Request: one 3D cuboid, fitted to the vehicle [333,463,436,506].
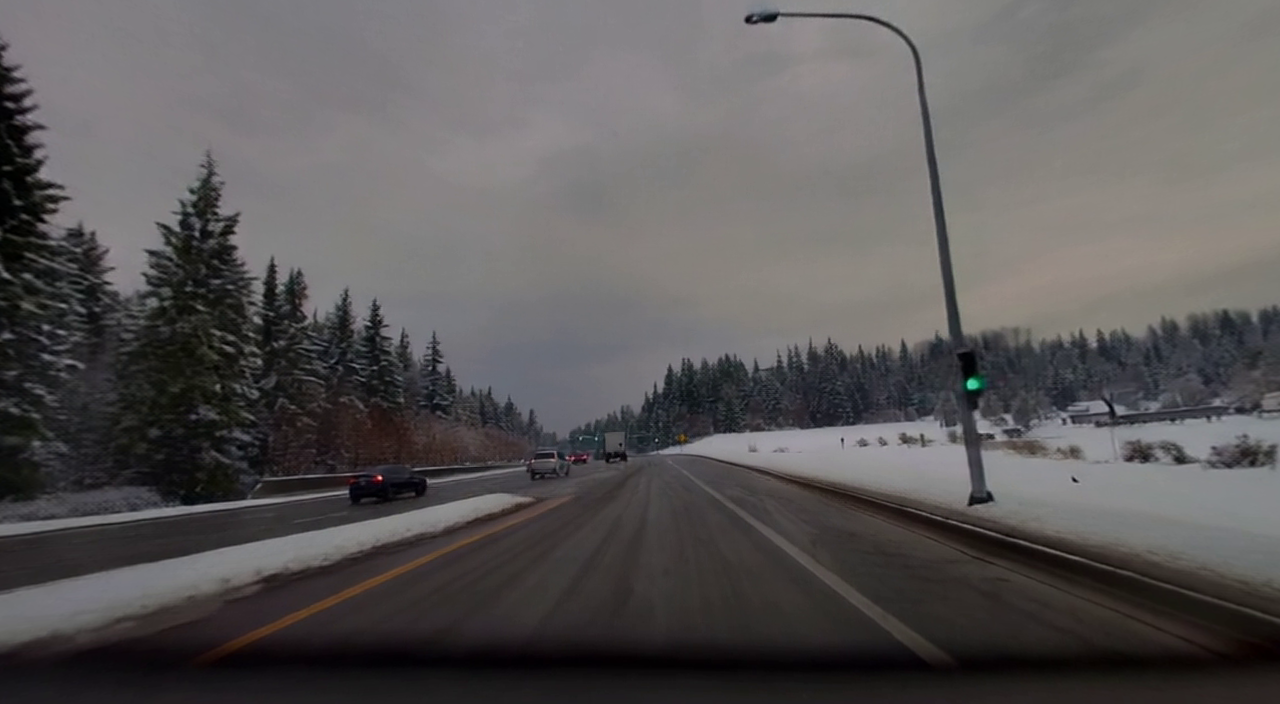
[{"bbox_3d":[-10.948,5.680,27.562,1.886,1.535,4.742,-1,-8,10],"label":"vehicle"}]

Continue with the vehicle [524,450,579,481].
[{"bbox_3d":[-5.252,6.805,38.277,2.049,1.699,4.860,-1,-8,8],"label":"vehicle"}]
